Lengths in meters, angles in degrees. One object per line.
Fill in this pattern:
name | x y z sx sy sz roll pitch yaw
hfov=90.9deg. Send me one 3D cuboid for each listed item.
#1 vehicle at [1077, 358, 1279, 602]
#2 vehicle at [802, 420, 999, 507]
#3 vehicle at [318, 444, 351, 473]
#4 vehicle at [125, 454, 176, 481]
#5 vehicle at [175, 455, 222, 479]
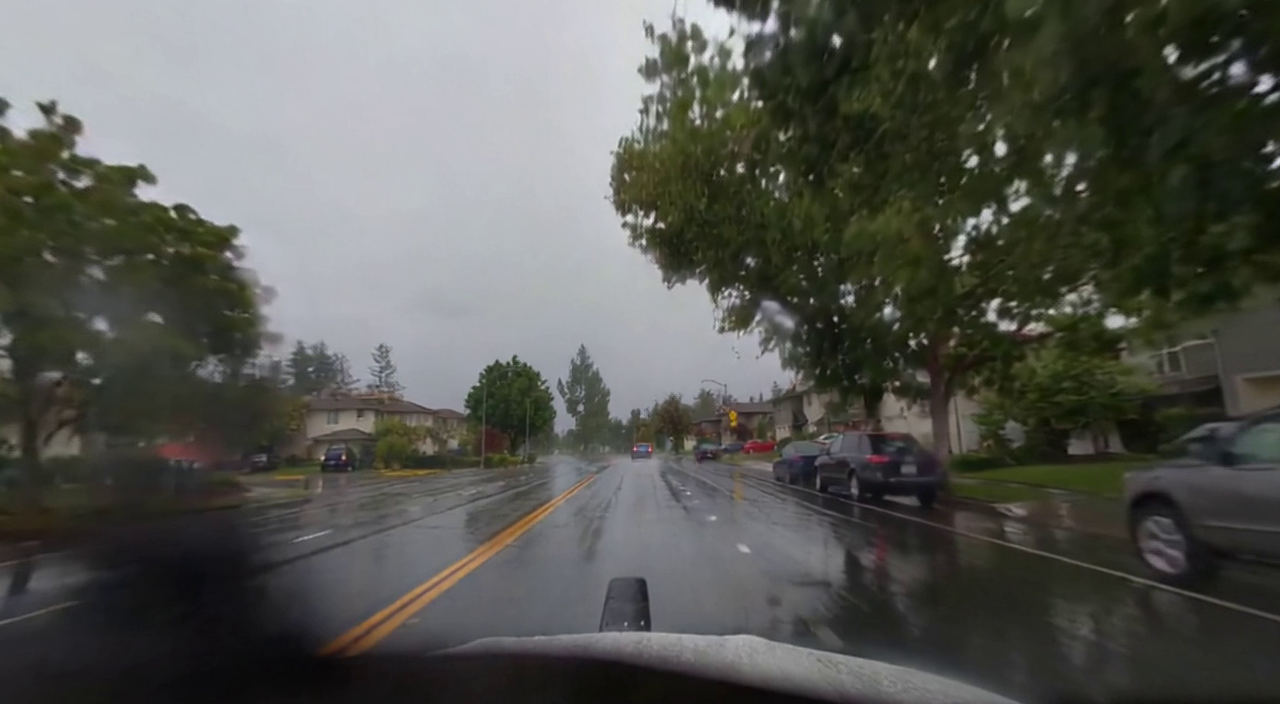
vehicle | 6.542 0.992 4.792 2.260 2.046 5.766 -1 -8 0
vehicle | 6.627 2.943 17.160 2.878 1.927 5.774 -1 -8 0
vehicle | -23.528 8.195 48.681 2.083 2.113 4.490 3 -9 -24
vehicle | -34.033 7.977 43.890 1.934 1.689 3.999 4 -9 -26
vehicle | -31.457 8.194 45.065 1.866 1.484 4.553 3 -9 -24
